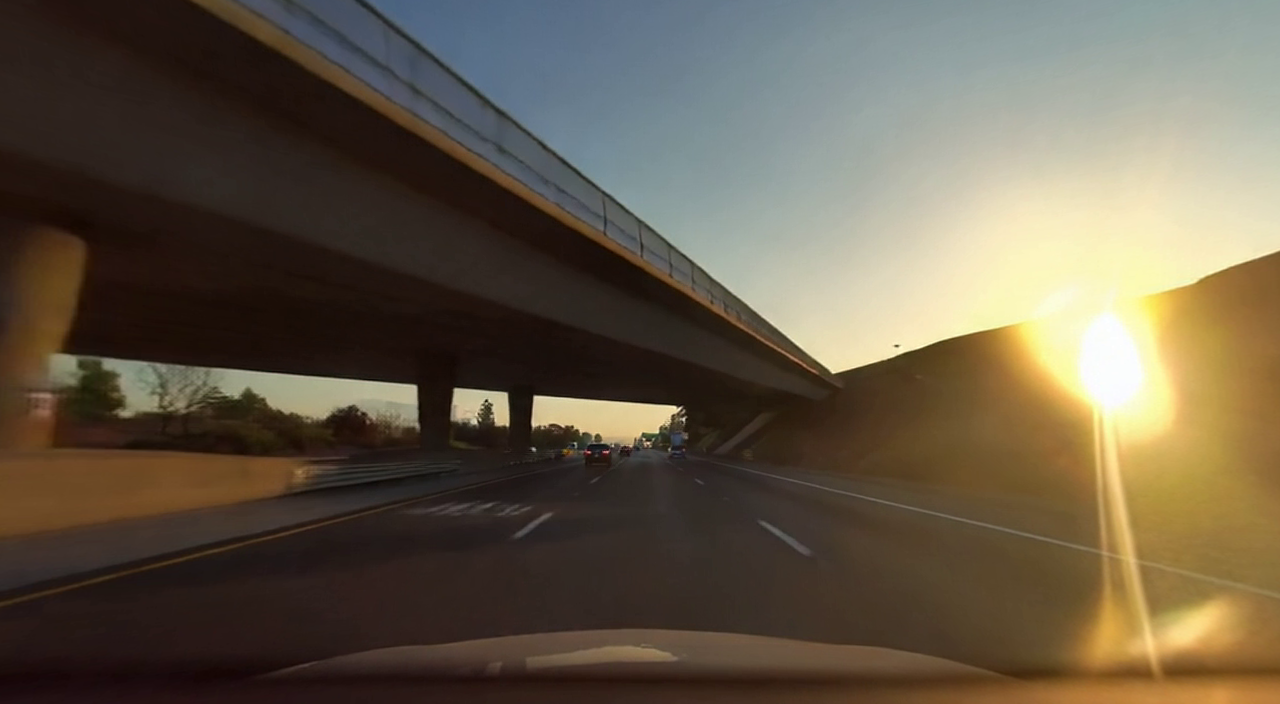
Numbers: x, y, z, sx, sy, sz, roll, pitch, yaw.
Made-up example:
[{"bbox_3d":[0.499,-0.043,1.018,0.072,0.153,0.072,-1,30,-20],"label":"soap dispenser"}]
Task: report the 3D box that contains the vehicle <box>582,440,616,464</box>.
[{"bbox_3d":[-3.067,7.575,47.860,2.319,1.738,4.355,0,-8,0],"label":"vehicle"}]
